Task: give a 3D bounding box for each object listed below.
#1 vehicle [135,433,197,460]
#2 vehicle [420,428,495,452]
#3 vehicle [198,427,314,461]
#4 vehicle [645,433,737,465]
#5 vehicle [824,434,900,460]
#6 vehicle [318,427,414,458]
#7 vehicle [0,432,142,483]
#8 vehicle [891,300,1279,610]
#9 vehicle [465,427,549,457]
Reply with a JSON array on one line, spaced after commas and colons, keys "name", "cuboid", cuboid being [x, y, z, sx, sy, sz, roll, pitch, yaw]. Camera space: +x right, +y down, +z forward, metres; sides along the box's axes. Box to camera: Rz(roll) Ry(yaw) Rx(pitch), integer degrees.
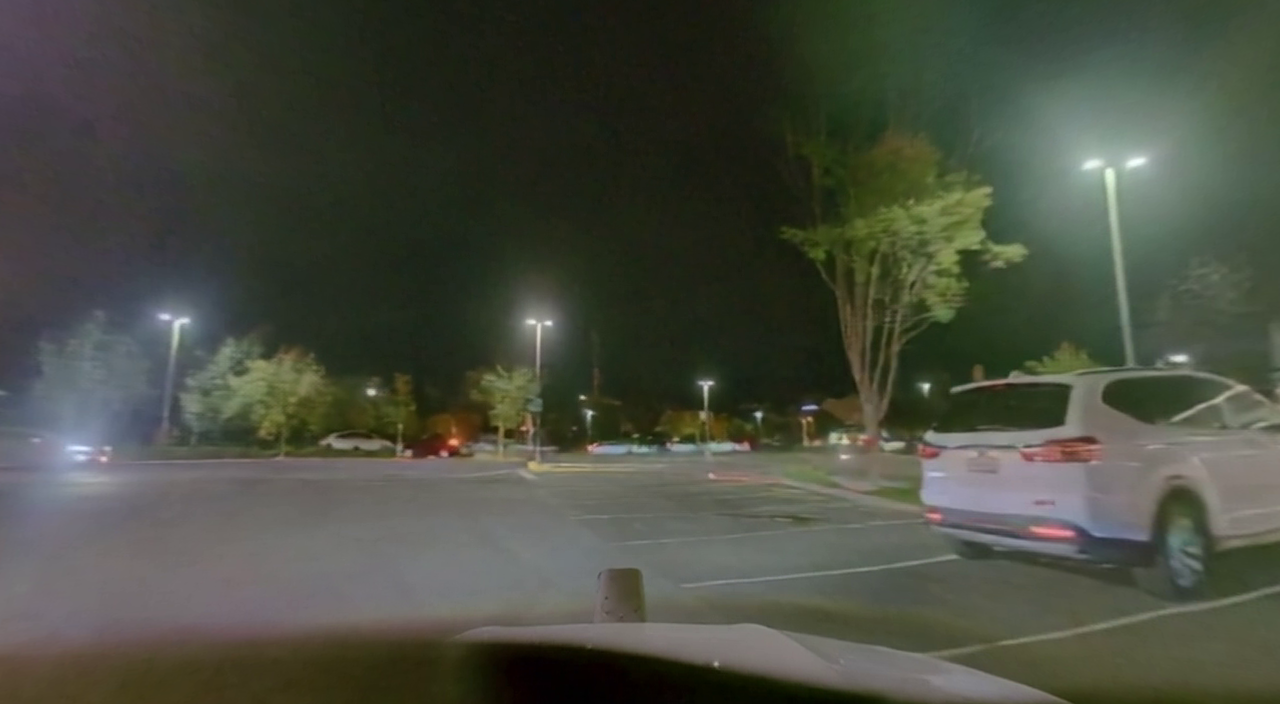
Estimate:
[{"name": "vehicle", "cuboid": [-27.565, 5.532, 36.900, 2.190, 1.441, 3.759, 6, -10, -27]}, {"name": "vehicle", "cuboid": [-12.696, 6.145, 43.992, 4.601, 1.484, 1.839, 7, -11, -34]}, {"name": "vehicle", "cuboid": [-19.870, 4.770, 32.972, 4.939, 1.664, 2.055, 4, -9, -28]}, {"name": "vehicle", "cuboid": [2.485, 4.691, 30.440, 4.106, 1.449, 1.760, 6, -10, -28]}, {"name": "vehicle", "cuboid": [12.562, 5.392, 35.760, 4.059, 1.388, 1.726, 6, -10, -28]}, {"name": "vehicle", "cuboid": [-15.340, 5.110, 35.485, 4.666, 1.634, 1.816, 5, -10, -29]}, {"name": "vehicle", "cuboid": [-18.168, 3.128, 18.851, 4.772, 1.441, 1.976, 6, -10, -27]}, {"name": "vehicle", "cuboid": [5.477, 1.092, 6.850, 5.237, 2.257, 2.200, 6, -10, -28]}, {"name": "vehicle", "cuboid": [-8.280, 5.554, 39.342, 4.660, 1.687, 1.981, 4, -7, -31]}]
